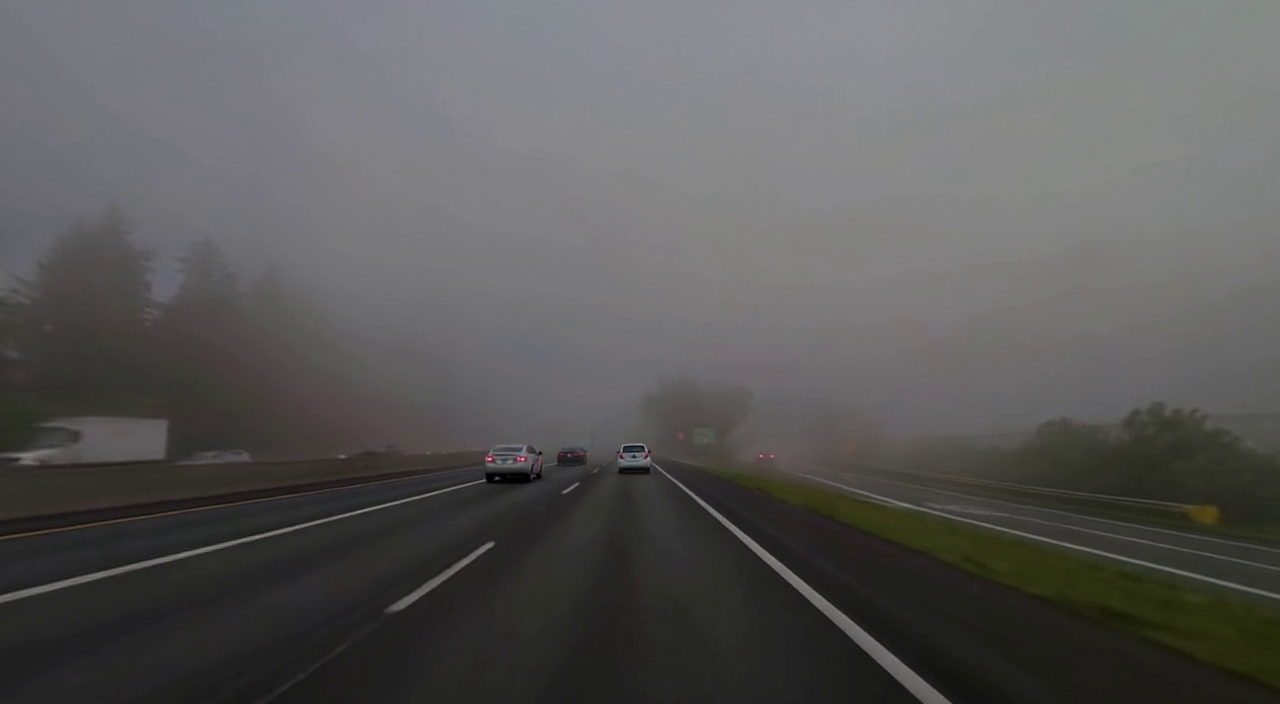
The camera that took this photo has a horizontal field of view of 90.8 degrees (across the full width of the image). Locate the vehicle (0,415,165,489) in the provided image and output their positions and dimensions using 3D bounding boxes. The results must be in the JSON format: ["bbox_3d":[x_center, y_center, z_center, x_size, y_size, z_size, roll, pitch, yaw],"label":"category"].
[{"bbox_3d":[-21.114,3.673,23.492,2.586,2.392,5.504,0,-8,-1],"label":"vehicle"}]

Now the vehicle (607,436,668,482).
[{"bbox_3d":[-0.118,4.470,26.642,2.378,1.750,4.355,0,-8,-1],"label":"vehicle"}]

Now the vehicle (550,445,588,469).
[{"bbox_3d":[-4.689,7.030,42.402,2.084,1.528,4.094,0,-8,0],"label":"vehicle"}]

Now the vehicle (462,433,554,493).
[{"bbox_3d":[-4.174,3.589,20.782,2.044,1.717,4.421,0,-8,0],"label":"vehicle"}]
